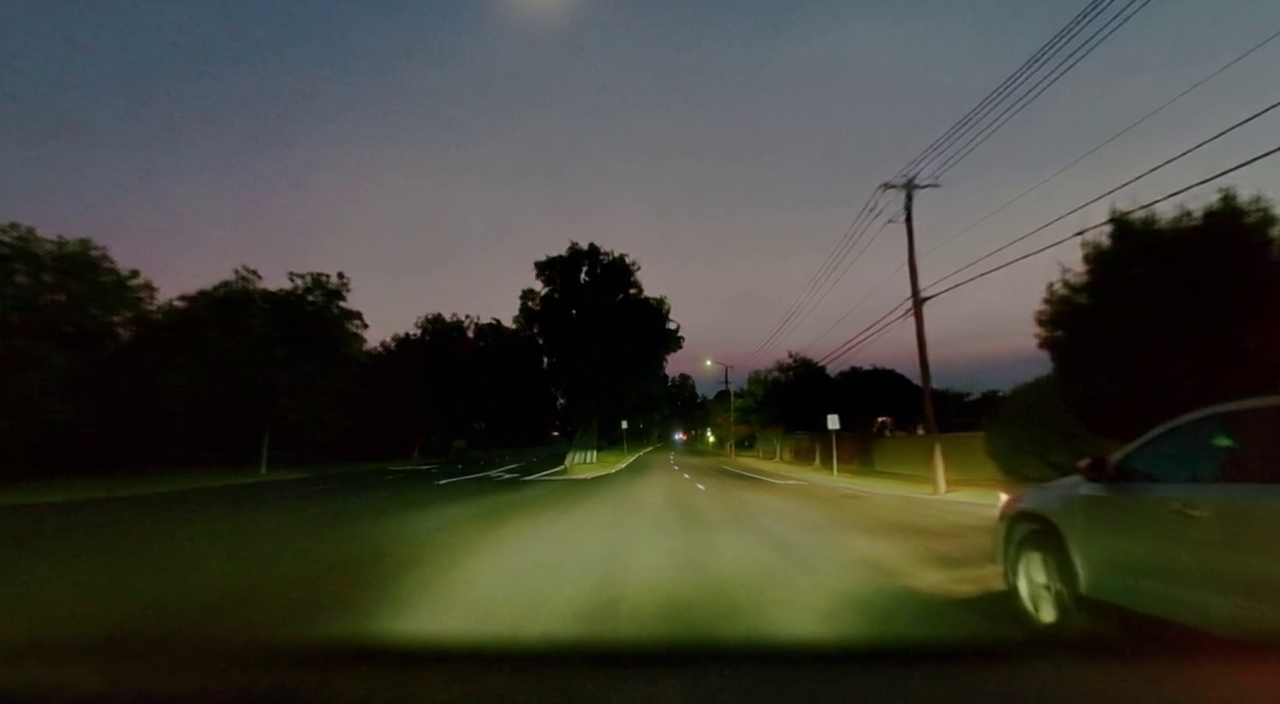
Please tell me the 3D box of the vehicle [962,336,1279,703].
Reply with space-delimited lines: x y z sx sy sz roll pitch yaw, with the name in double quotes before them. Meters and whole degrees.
"vehicle" 3.949 0.870 3.122 2.193 1.777 4.772 0 -9 0
